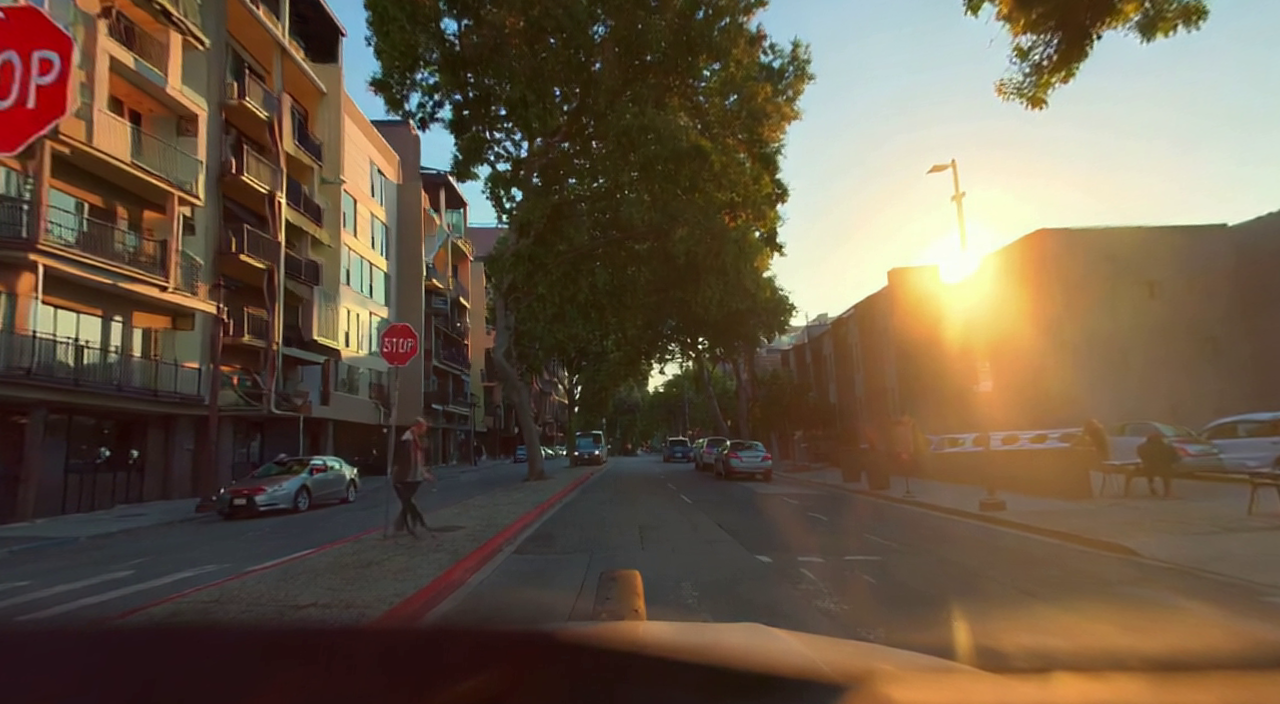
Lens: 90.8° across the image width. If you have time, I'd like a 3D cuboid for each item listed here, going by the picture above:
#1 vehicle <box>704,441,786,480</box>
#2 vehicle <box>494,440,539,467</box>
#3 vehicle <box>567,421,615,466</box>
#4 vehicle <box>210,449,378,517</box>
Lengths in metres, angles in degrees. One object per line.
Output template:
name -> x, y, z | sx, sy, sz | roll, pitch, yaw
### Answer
vehicle -> 4.576, 4.604, 27.096 | 1.858, 1.491, 4.329 | -5, -10, 33
vehicle -> -8.843, 7.329, 45.723 | 2.256, 1.802, 4.333 | 0, -8, 2
vehicle -> -2.982, 5.802, 40.123 | 2.317, 2.596, 6.053 | 0, -8, 3
vehicle -> -8.793, 3.323, 16.619 | 2.007, 1.503, 4.343 | 0, -8, -1
